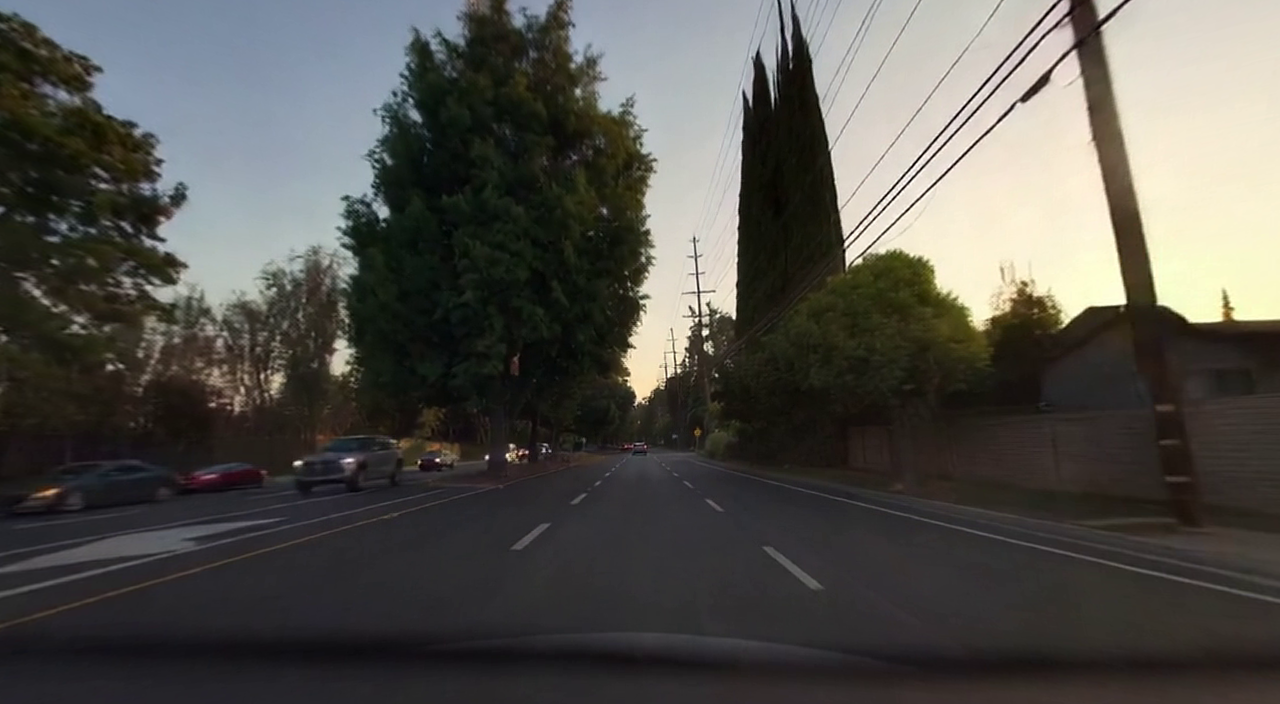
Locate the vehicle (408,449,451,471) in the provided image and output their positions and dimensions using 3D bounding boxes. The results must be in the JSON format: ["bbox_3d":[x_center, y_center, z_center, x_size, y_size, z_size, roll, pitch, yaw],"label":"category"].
[{"bbox_3d":[-16.614,8.498,49.733,1.840,1.621,4.235,1,-8,2],"label":"vehicle"}]

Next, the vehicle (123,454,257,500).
[{"bbox_3d":[-16.999,4.698,24.041,1.897,1.505,4.350,0,-8,0],"label":"vehicle"}]

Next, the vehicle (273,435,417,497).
[{"bbox_3d":[-9.956,3.869,21.912,2.249,1.866,5.664,0,-8,0],"label":"vehicle"}]

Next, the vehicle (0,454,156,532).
[{"bbox_3d":[-13.550,3.068,14.070,1.821,1.453,4.459,0,-8,0],"label":"vehicle"}]
